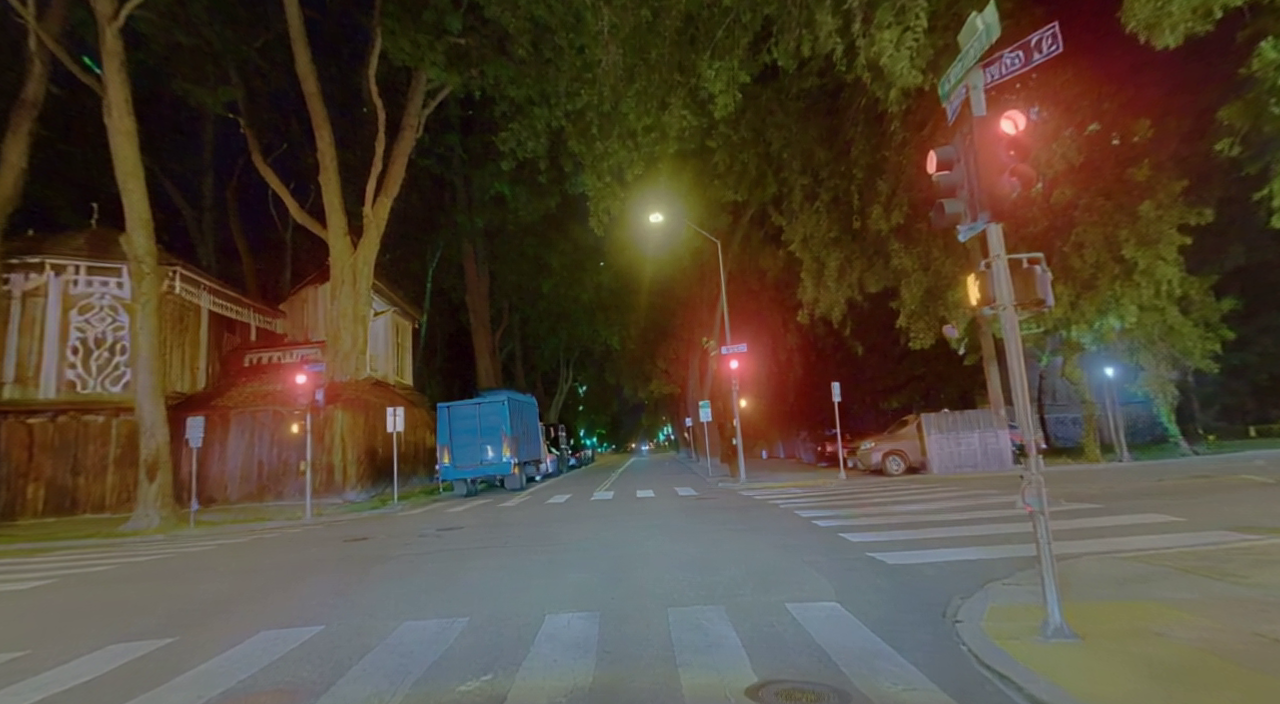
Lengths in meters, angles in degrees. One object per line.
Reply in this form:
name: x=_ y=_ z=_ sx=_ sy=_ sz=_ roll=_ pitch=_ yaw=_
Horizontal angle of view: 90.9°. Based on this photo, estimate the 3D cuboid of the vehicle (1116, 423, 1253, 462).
vehicle: x=24.952 y=4.161 z=29.028 sx=4.268 sy=1.695 sz=2.053 roll=0 pitch=-8 yaw=3

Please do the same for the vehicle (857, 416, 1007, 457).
vehicle: x=10.696 y=3.141 z=23.424 sx=4.643 sy=1.456 sz=1.820 roll=-1 pitch=-8 yaw=5

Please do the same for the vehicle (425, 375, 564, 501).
vehicle: x=-5.728 y=3.723 z=27.147 sx=3.113 sy=4.041 sz=10.284 roll=-7 pitch=-8 yaw=0
